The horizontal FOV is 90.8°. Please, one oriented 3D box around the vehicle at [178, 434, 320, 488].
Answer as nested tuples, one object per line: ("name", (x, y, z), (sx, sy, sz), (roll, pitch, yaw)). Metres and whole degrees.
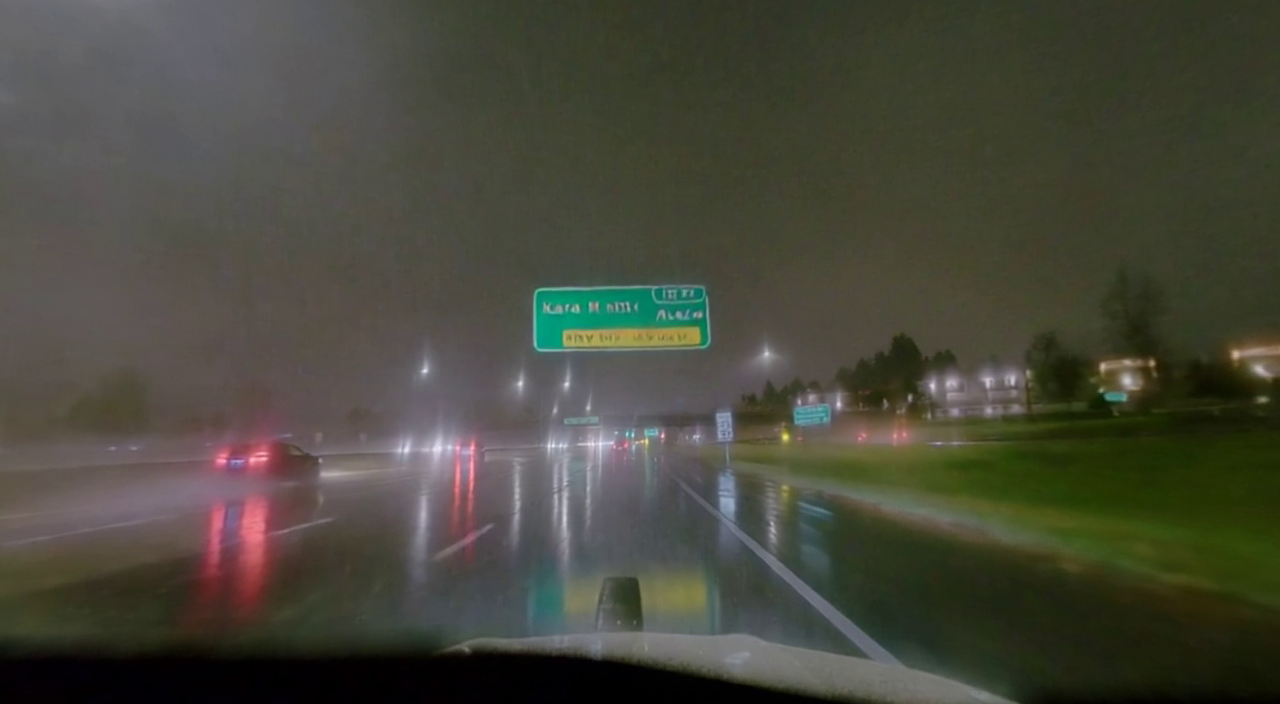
("vehicle", (-14.477, 4.025, 23.866), (2.049, 1.792, 5.177), (0, -8, 0))
